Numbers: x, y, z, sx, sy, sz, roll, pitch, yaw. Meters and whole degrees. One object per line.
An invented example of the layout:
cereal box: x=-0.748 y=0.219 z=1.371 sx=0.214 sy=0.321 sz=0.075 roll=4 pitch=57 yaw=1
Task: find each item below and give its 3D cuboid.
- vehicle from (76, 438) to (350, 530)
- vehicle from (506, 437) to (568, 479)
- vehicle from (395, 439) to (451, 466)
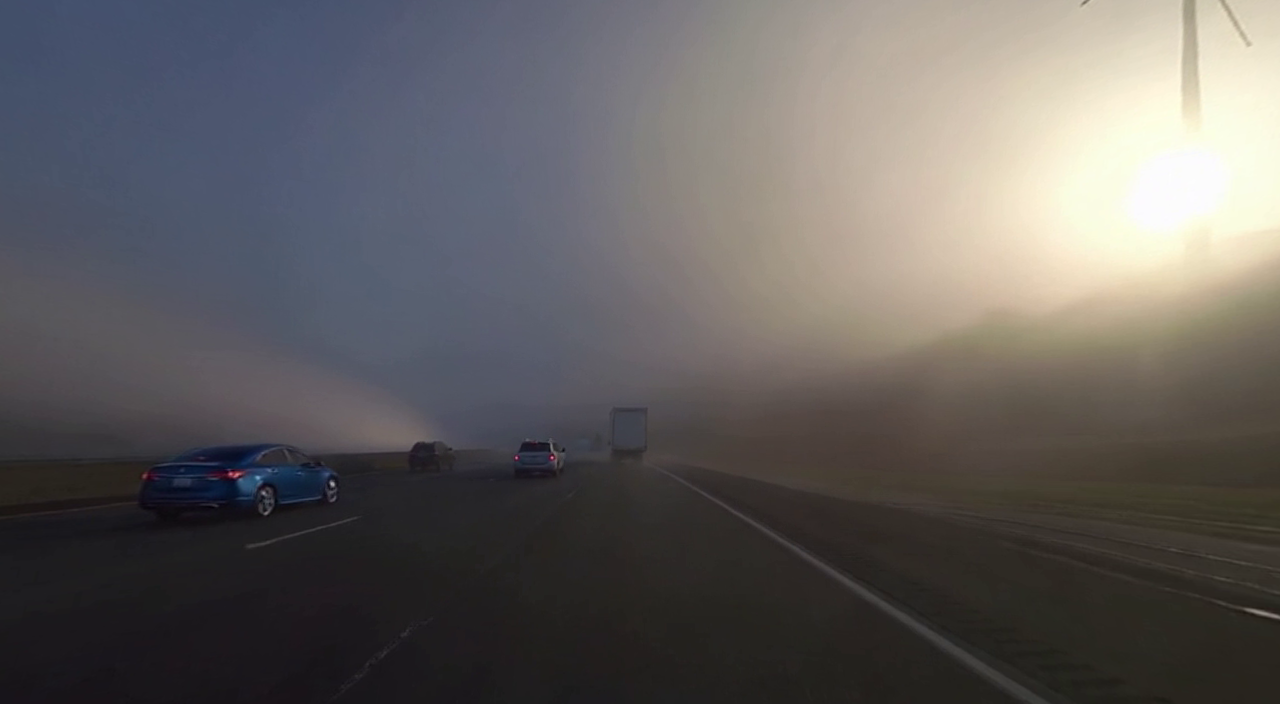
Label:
vehicle: x=-8.067 y=2.501 z=12.619 sx=2.271 sy=1.488 sz=4.597 roll=0 pitch=-8 yaw=0
vehicle: x=-4.395 y=4.584 z=27.415 sx=2.109 sy=1.684 sz=3.783 roll=0 pitch=-8 yaw=-1
vehicle: x=-15.878 y=7.372 z=46.274 sx=2.285 sy=1.835 sz=5.672 roll=0 pitch=-8 yaw=-3
